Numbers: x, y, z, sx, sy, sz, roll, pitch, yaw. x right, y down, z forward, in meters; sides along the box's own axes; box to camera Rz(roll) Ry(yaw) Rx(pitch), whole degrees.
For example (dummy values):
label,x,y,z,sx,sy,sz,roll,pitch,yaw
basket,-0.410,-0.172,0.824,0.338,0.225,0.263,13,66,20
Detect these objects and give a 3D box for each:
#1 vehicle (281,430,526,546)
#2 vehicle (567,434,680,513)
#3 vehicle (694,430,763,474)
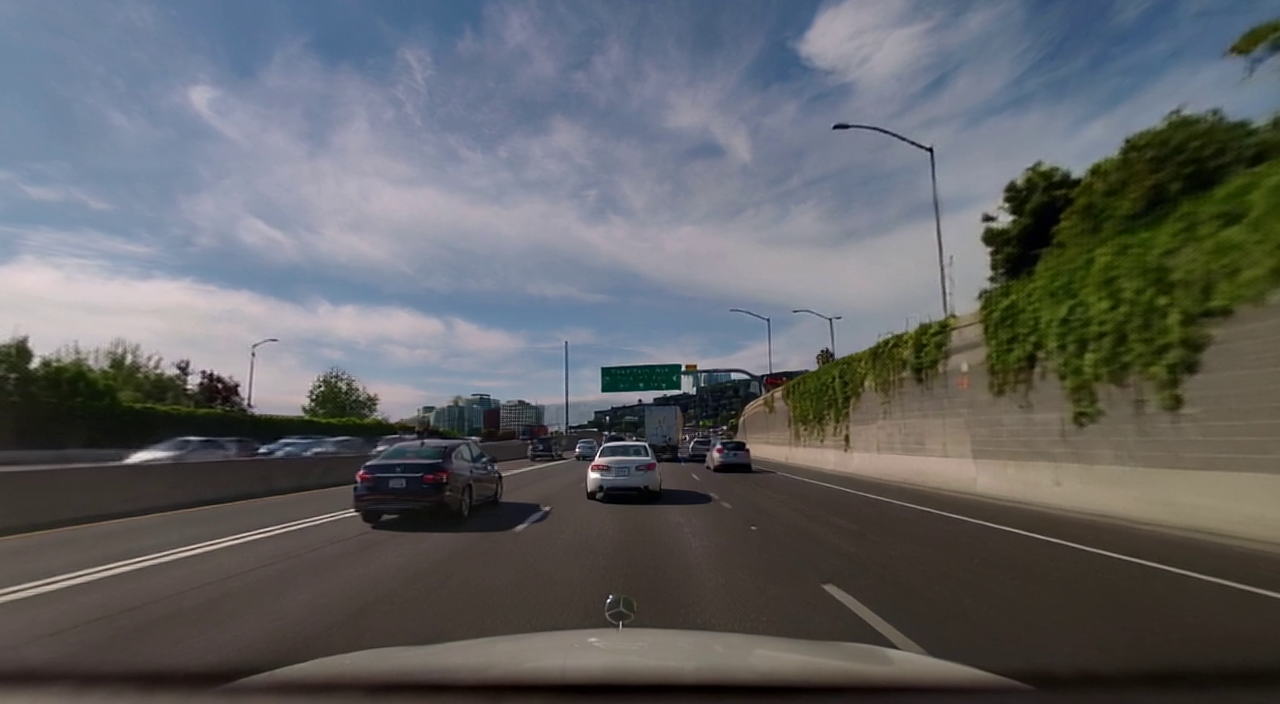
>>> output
label,x,y,z,sx,sy,sz,roll,pitch,yaw
vehicle,-3.527,2.151,10.753,2.130,1.474,5.027,-1,-9,1
vehicle,-0.287,2.598,13.966,2.136,1.470,3.971,0,-9,1
vehicle,3.595,4.211,26.651,2.166,1.666,4.618,0,-9,-1
